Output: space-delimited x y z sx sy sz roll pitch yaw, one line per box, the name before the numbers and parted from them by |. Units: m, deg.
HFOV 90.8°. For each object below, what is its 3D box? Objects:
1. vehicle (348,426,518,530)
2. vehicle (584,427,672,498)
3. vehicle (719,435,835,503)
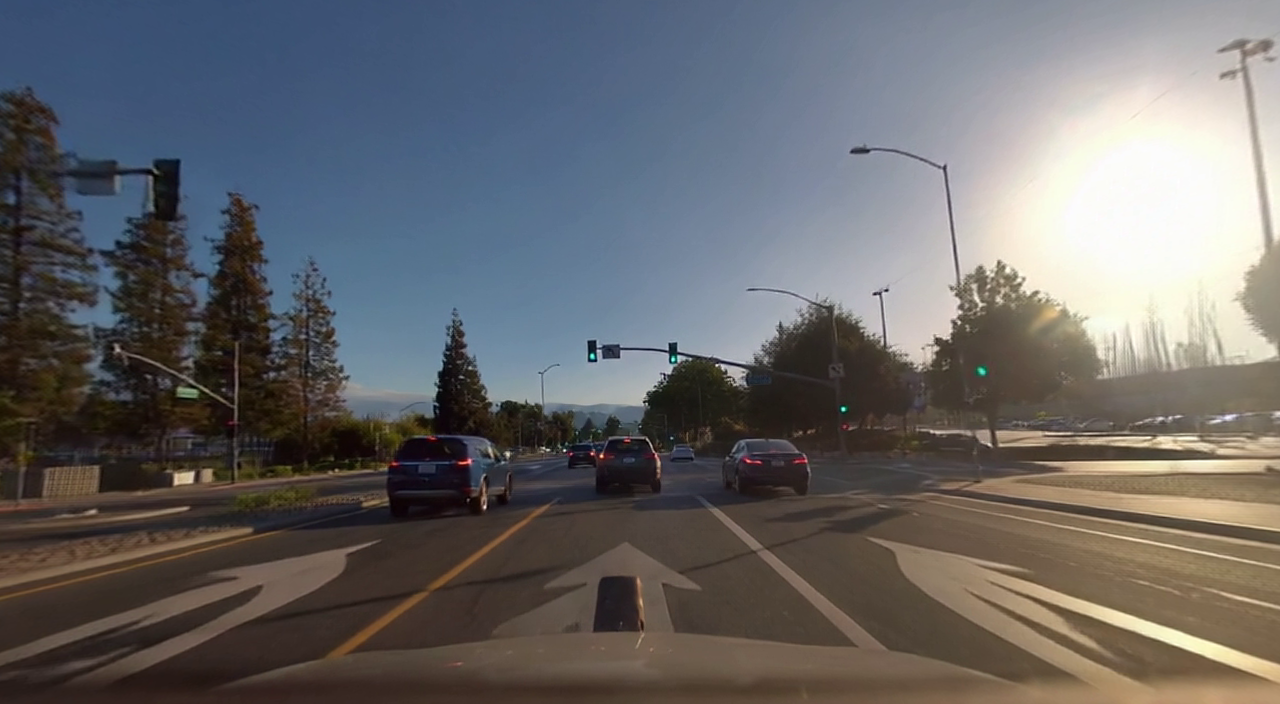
vehicle | -3.669 2.290 12.048 1.823 1.602 4.061 0 -8 0
vehicle | -0.276 3.009 17.560 2.150 1.725 4.096 0 -8 0
vehicle | 3.387 2.982 16.543 2.068 1.541 4.041 0 -8 -1
